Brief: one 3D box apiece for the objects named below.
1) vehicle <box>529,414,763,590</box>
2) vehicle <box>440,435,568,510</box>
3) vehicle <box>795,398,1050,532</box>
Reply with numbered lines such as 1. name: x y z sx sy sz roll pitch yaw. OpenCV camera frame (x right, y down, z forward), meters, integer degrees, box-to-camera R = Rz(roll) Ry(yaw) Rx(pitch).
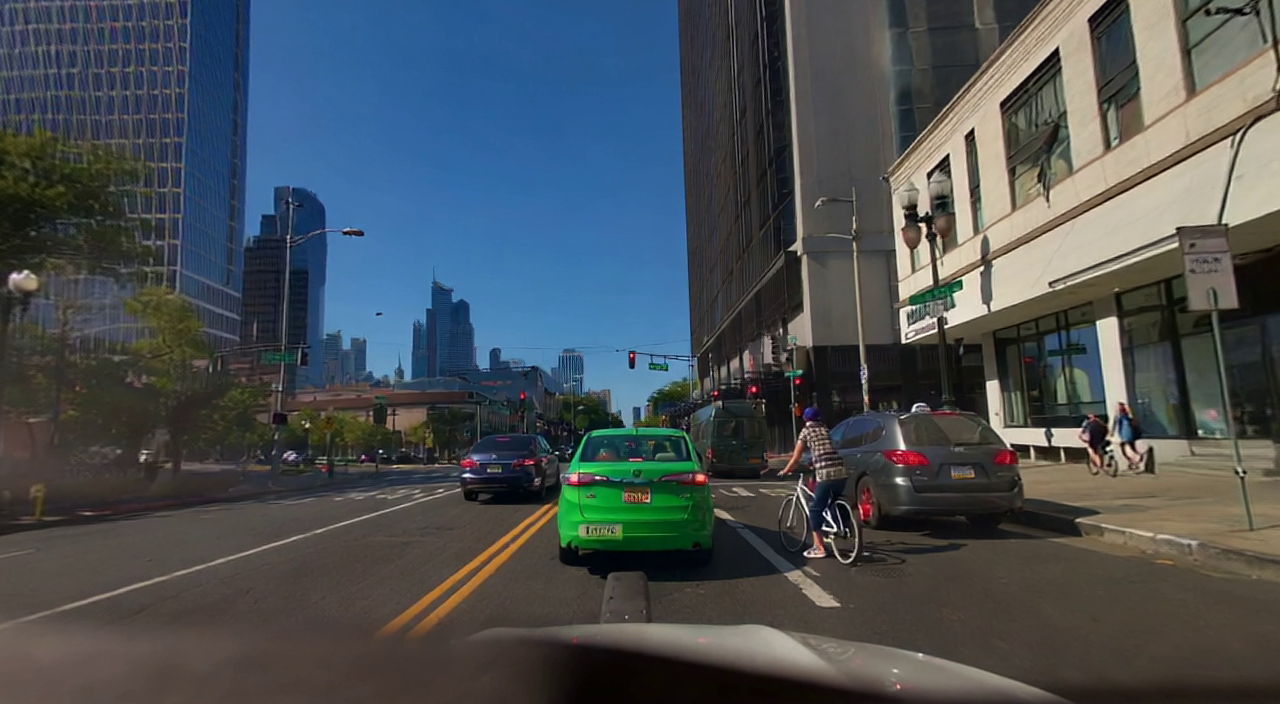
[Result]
1. vehicle: 0.040 1.647 7.716 2.091 1.557 4.000 0 -9 0
2. vehicle: -2.949 2.728 14.789 2.039 1.452 4.489 0 -9 0
3. vehicle: 4.510 1.916 11.160 2.142 1.829 4.767 0 -9 -2
